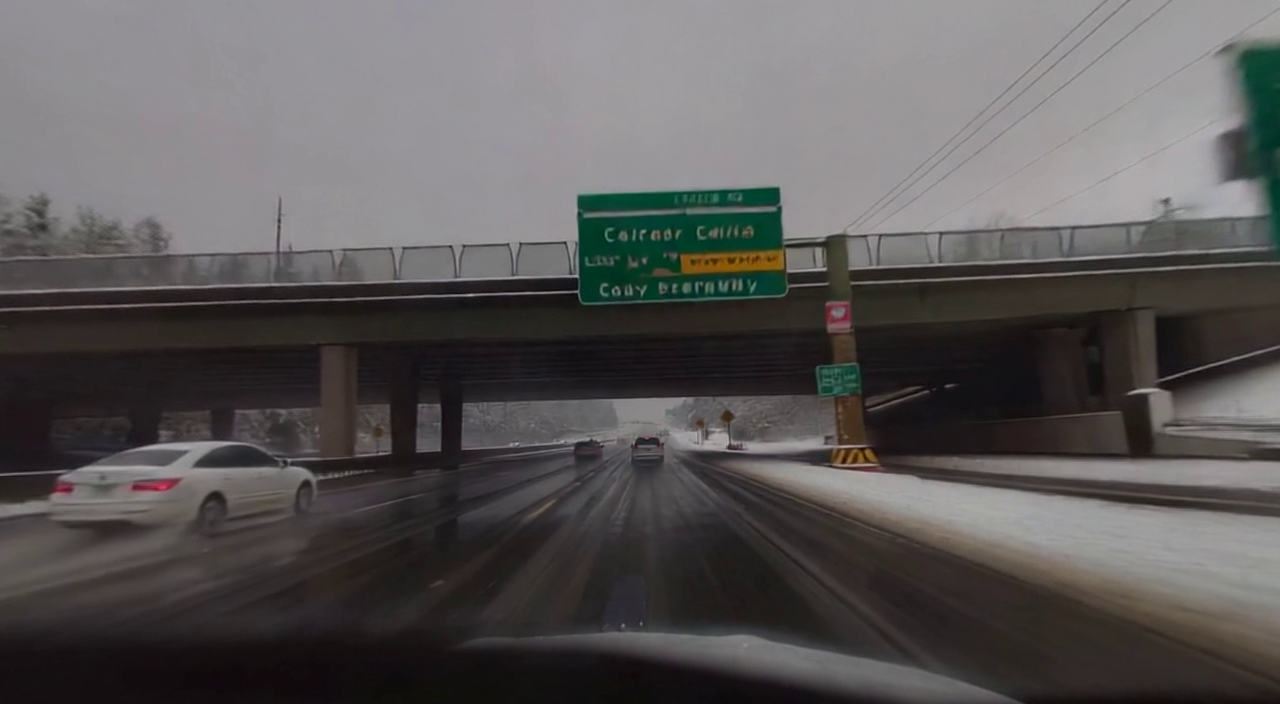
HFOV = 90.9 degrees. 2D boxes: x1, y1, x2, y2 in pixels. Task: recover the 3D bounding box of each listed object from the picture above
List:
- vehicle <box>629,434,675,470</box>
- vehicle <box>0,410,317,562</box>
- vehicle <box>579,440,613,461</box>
[{"bbox_3d":[0.587,4.996,31.660,2.152,1.697,4.066,0,-8,0],"label":"vehicle"},{"bbox_3d":[-7.298,1.898,9.742,2.090,1.765,4.612,0,-8,1],"label":"vehicle"},{"bbox_3d":[-3.161,7.153,45.980,2.056,1.464,4.564,0,-8,1],"label":"vehicle"}]
